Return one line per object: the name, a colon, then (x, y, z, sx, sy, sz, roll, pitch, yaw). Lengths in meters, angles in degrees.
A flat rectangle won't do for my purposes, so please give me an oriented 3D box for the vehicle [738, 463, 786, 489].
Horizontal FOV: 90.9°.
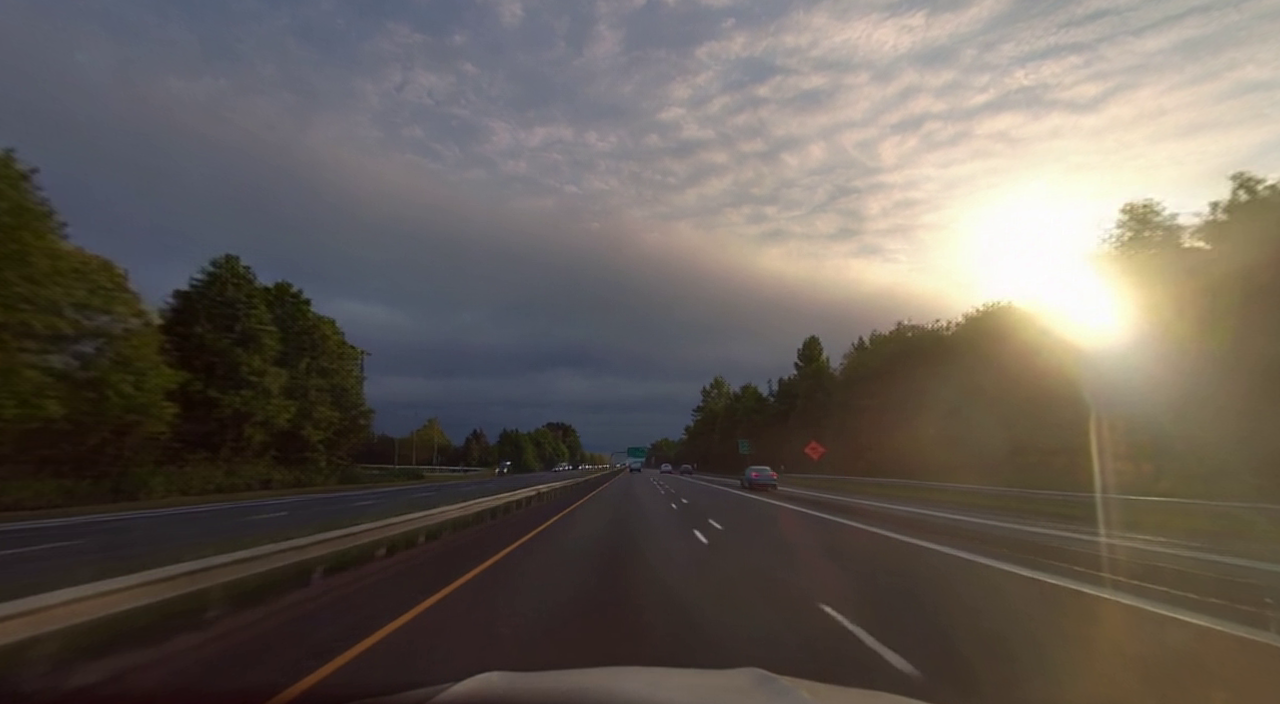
vehicle: (7.481, 7.686, 39.059, 2.024, 1.476, 4.352, 1, -10, -2)
